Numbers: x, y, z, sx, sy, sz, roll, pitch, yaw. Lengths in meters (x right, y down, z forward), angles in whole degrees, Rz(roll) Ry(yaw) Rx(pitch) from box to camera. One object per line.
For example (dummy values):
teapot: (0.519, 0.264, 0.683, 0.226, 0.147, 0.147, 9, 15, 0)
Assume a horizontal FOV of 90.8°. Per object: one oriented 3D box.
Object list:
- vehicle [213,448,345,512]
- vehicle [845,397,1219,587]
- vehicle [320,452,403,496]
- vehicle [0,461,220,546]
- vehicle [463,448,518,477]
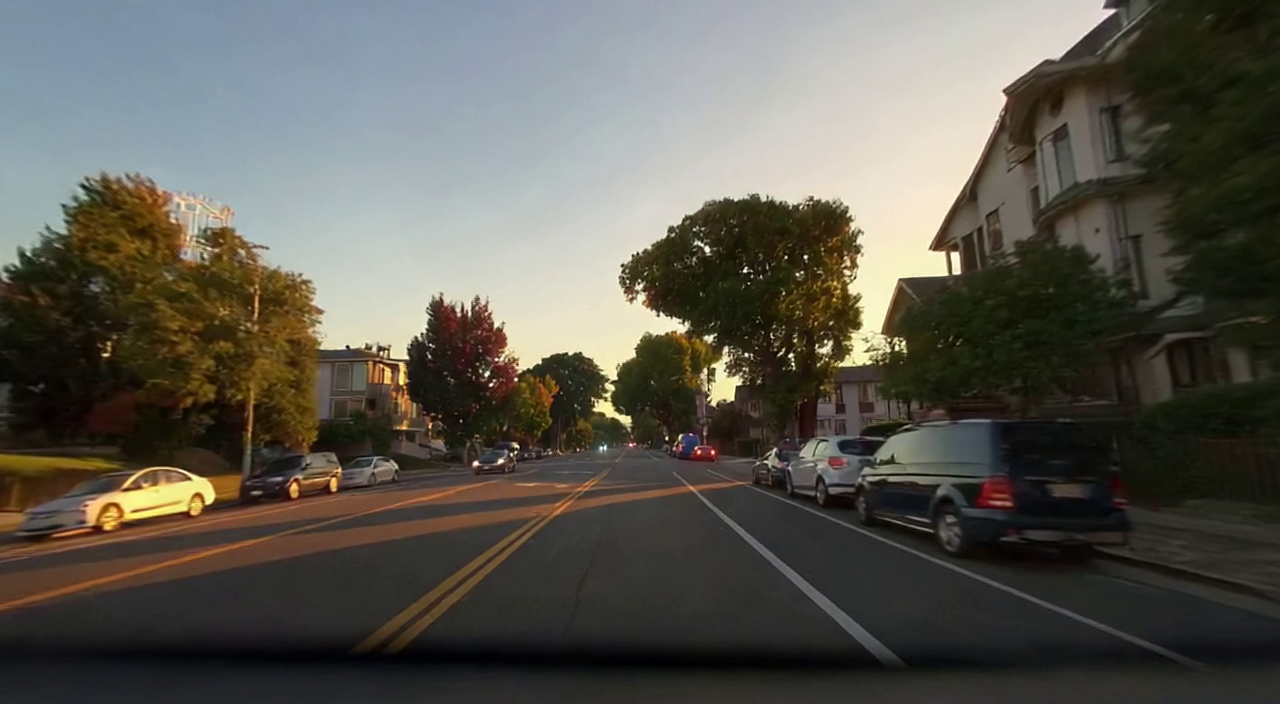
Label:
vehicle: (-12.542, 4.418, 22.398, 2.036, 1.819, 4.626, -3, -7, 0)
vehicle: (4.640, 1.733, 8.680, 2.068, 1.852, 4.796, 0, -8, 0)
vehicle: (-12.478, 5.461, 28.657, 1.920, 1.629, 4.599, -2, -8, -3)
vehicle: (-12.345, 3.461, 15.049, 1.821, 1.459, 4.295, -2, -7, -1)
vehicle: (-8.104, 6.002, 34.681, 1.952, 1.477, 4.128, 0, -8, 1)
